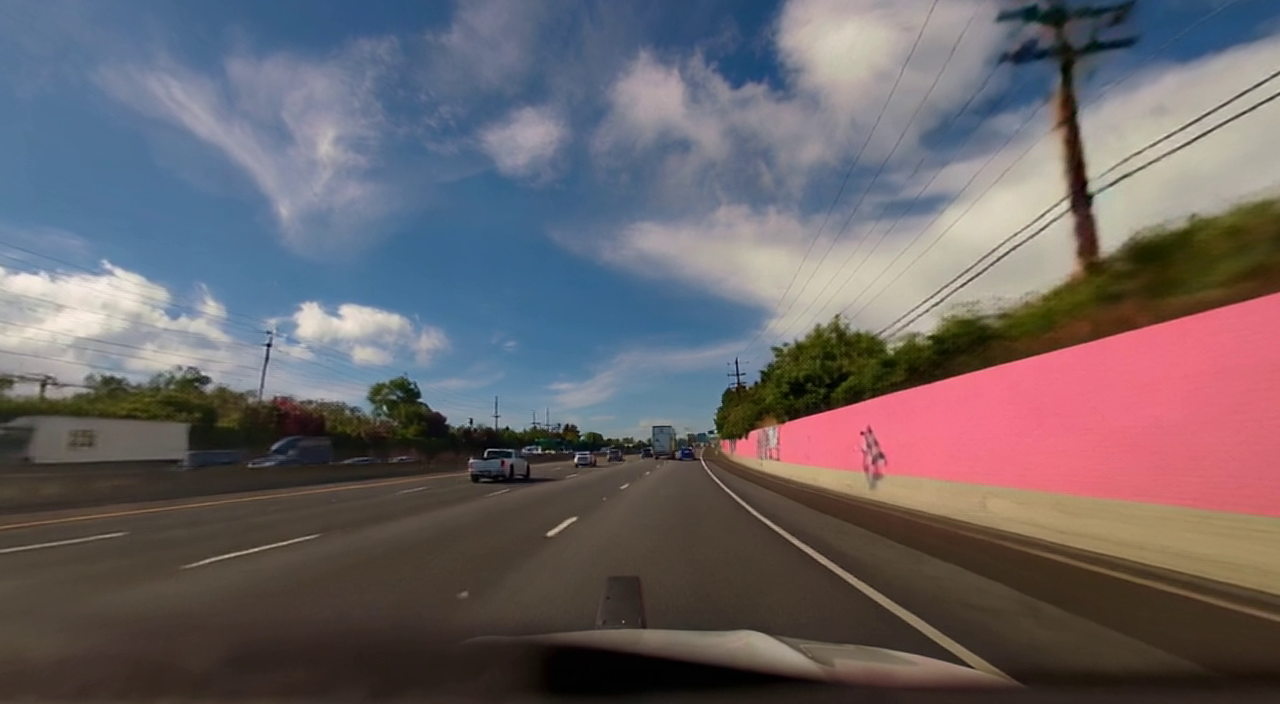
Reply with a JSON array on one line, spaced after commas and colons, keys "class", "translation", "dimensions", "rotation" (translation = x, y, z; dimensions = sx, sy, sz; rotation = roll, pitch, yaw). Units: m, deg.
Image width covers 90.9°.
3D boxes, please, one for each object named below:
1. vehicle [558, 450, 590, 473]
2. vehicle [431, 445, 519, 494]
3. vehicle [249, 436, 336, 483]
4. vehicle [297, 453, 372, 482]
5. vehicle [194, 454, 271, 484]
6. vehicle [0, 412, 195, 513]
[{"class": "vehicle", "translation": [-4.559, 7.558, 43.644], "dimensions": [1.708, 1.489, 2.840], "rotation": [-1, -9, 4]}, {"class": "vehicle", "translation": [-5.796, 4.163, 22.679], "dimensions": [1.966, 1.565, 3.766], "rotation": [-1, -9, 3]}, {"class": "vehicle", "translation": [-24.808, 7.656, 45.290], "dimensions": [2.499, 3.087, 5.698], "rotation": [-1, -9, 6]}, {"class": "vehicle", "translation": [-20.989, 7.934, 43.573], "dimensions": [2.076, 1.824, 5.373], "rotation": [-1, -9, 5]}, {"class": "vehicle", "translation": [-29.648, 8.482, 46.094], "dimensions": [2.067, 1.971, 4.827], "rotation": [-1, -9, 6]}, {"class": "vehicle", "translation": [-22.323, 4.212, 24.456], "dimensions": [2.878, 3.290, 9.214], "rotation": [-1, -9, 3]}]
